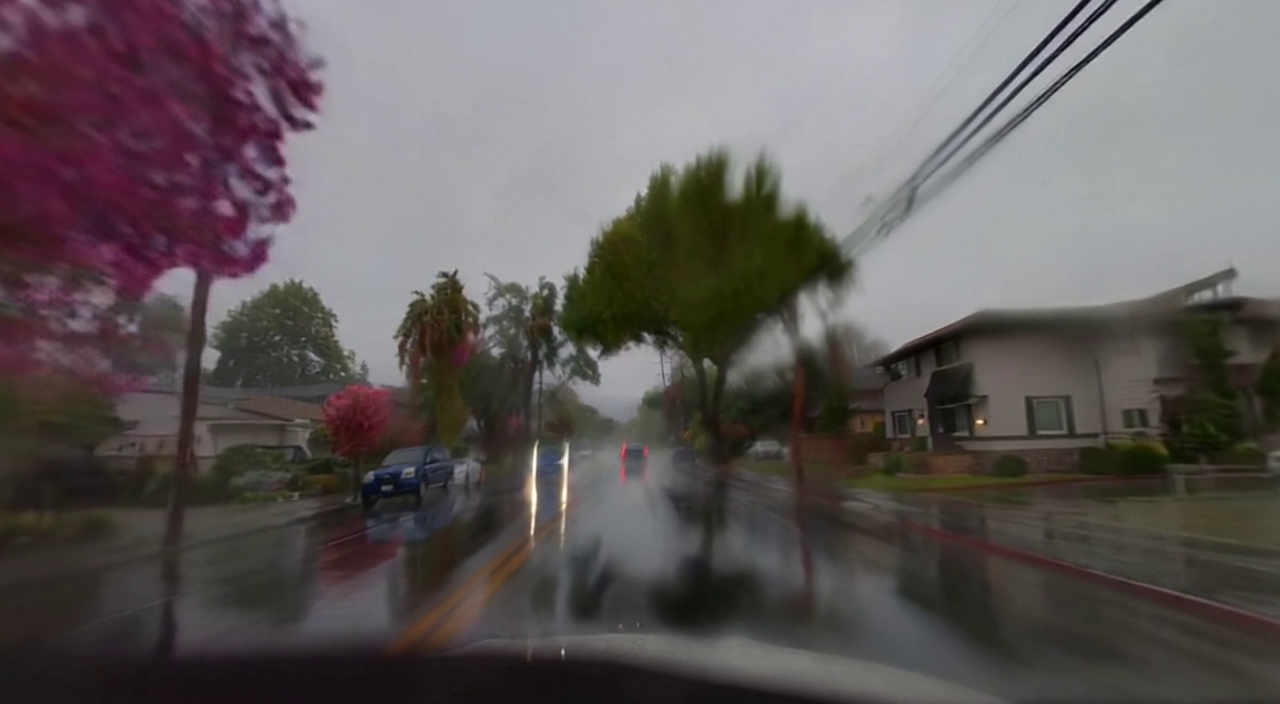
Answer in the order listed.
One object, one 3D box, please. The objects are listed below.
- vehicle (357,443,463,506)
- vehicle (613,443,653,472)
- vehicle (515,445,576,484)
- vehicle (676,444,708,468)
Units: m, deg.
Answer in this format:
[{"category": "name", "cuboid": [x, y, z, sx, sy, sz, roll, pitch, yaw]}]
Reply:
[{"category": "vehicle", "cuboid": [-7.695, 4.171, 21.596, 2.022, 1.795, 4.337, -3, -10, 0]}, {"category": "vehicle", "cuboid": [-0.381, 5.849, 35.100, 2.104, 1.500, 3.815, 0, -8, -1]}, {"category": "vehicle", "cuboid": [-3.995, 4.841, 27.386, 2.022, 1.534, 4.320, 0, -8, -1]}, {"category": "vehicle", "cuboid": [3.795, 7.684, 46.748, 1.895, 1.640, 4.090, 0, -8, -1]}]
